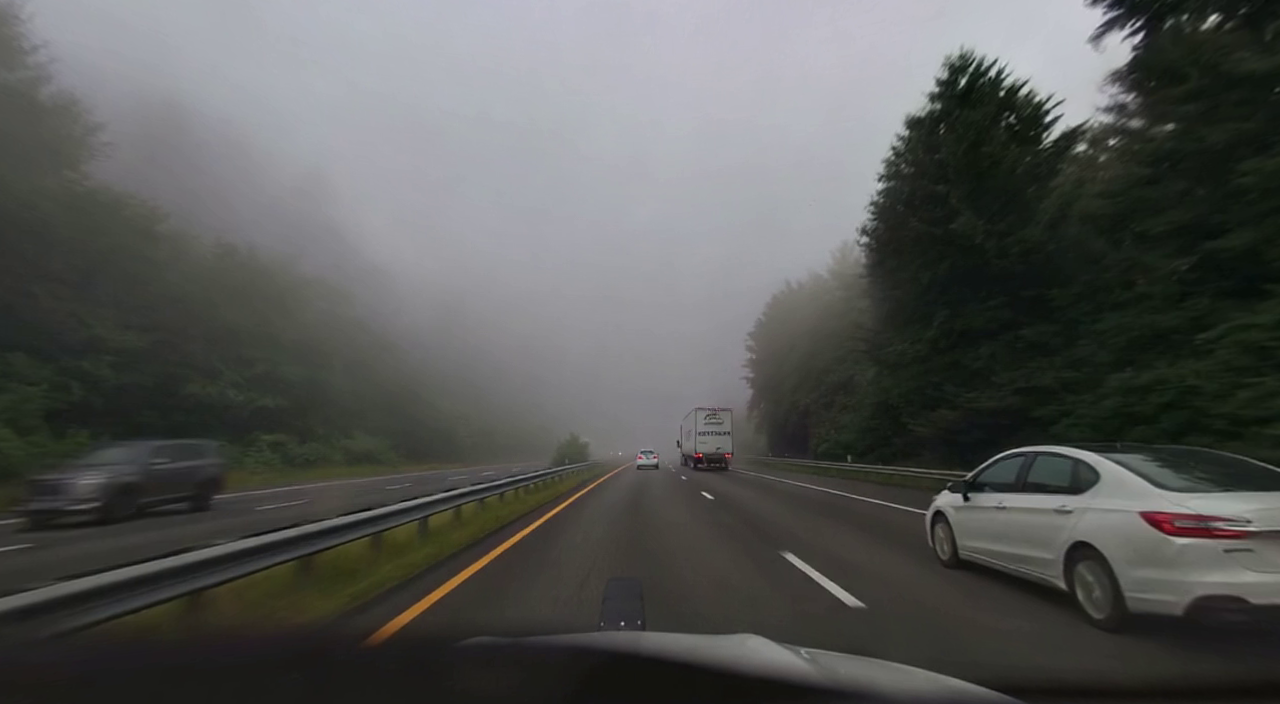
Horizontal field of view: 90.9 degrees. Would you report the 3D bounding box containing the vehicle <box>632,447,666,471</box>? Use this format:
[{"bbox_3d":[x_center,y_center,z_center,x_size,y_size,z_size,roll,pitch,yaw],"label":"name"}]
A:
[{"bbox_3d":[0.582,6.952,40.963,2.074,1.475,3.960,0,-9,1],"label":"vehicle"}]

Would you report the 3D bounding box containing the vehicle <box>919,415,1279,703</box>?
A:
[{"bbox_3d":[4.264,1.394,5.221,2.169,1.531,3.775,0,-9,0],"label":"vehicle"}]

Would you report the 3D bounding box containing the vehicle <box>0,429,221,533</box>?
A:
[{"bbox_3d":[-12.493,2.858,14.581,2.134,1.960,4.875,0,-9,1],"label":"vehicle"}]

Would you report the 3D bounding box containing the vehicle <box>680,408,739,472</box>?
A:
[{"bbox_3d":[4.864,6.706,47.196,2.909,4.074,14.457,0,-9,1],"label":"vehicle"}]
